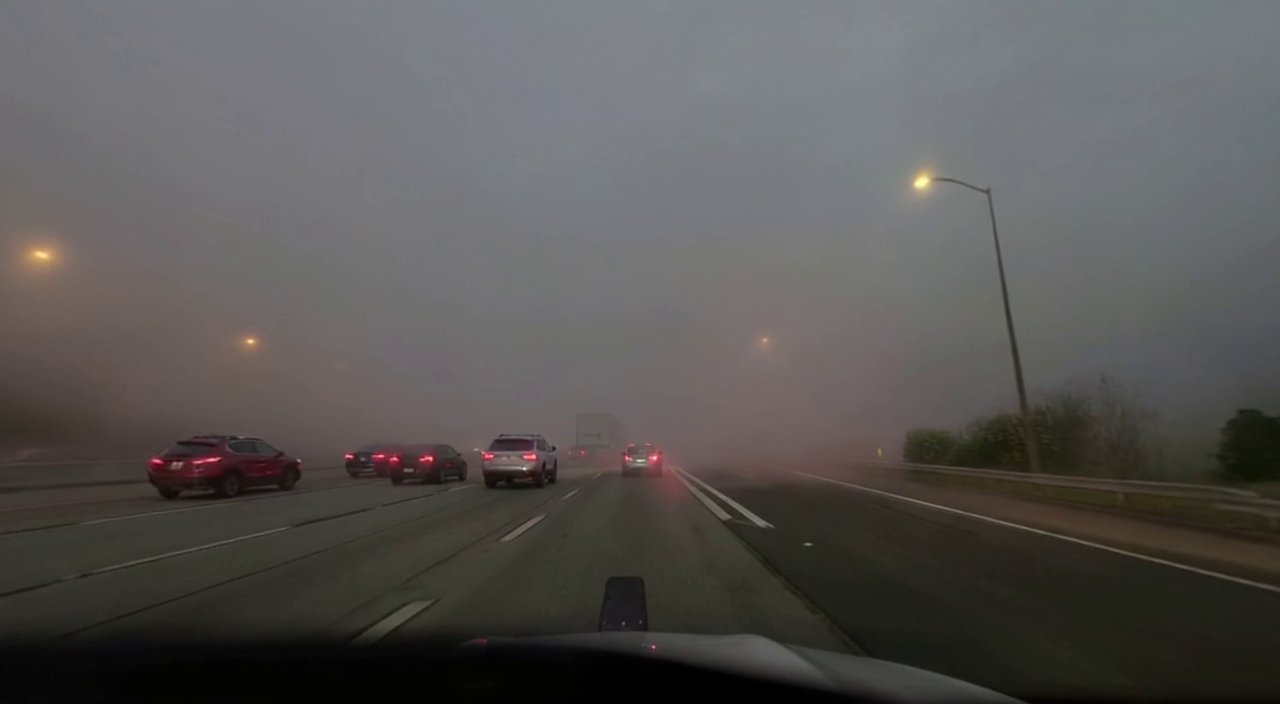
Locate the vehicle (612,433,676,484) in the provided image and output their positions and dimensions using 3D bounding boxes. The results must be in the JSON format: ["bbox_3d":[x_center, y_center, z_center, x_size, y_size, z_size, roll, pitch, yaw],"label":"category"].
[{"bbox_3d":[0.172,3.899,23.411,2.180,1.716,3.920,0,-8,1],"label":"vehicle"}]

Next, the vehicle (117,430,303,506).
[{"bbox_3d":[-11.165,3.018,16.865,1.871,1.747,4.342,0,-8,0],"label":"vehicle"}]

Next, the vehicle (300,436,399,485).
[{"bbox_3d":[-10.909,4.087,24.017,1.863,1.696,3.885,0,-8,1],"label":"vehicle"}]

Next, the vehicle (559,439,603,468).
[{"bbox_3d":[-3.601,6.312,39.475,2.243,1.683,4.178,0,-8,1],"label":"vehicle"}]

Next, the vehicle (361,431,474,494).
[{"bbox_3d":[-6.927,3.475,20.180,1.998,1.770,4.222,0,-8,1],"label":"vehicle"}]

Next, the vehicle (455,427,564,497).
[{"bbox_3d":[-3.668,3.203,18.738,2.125,1.792,4.466,0,-8,2],"label":"vehicle"}]
